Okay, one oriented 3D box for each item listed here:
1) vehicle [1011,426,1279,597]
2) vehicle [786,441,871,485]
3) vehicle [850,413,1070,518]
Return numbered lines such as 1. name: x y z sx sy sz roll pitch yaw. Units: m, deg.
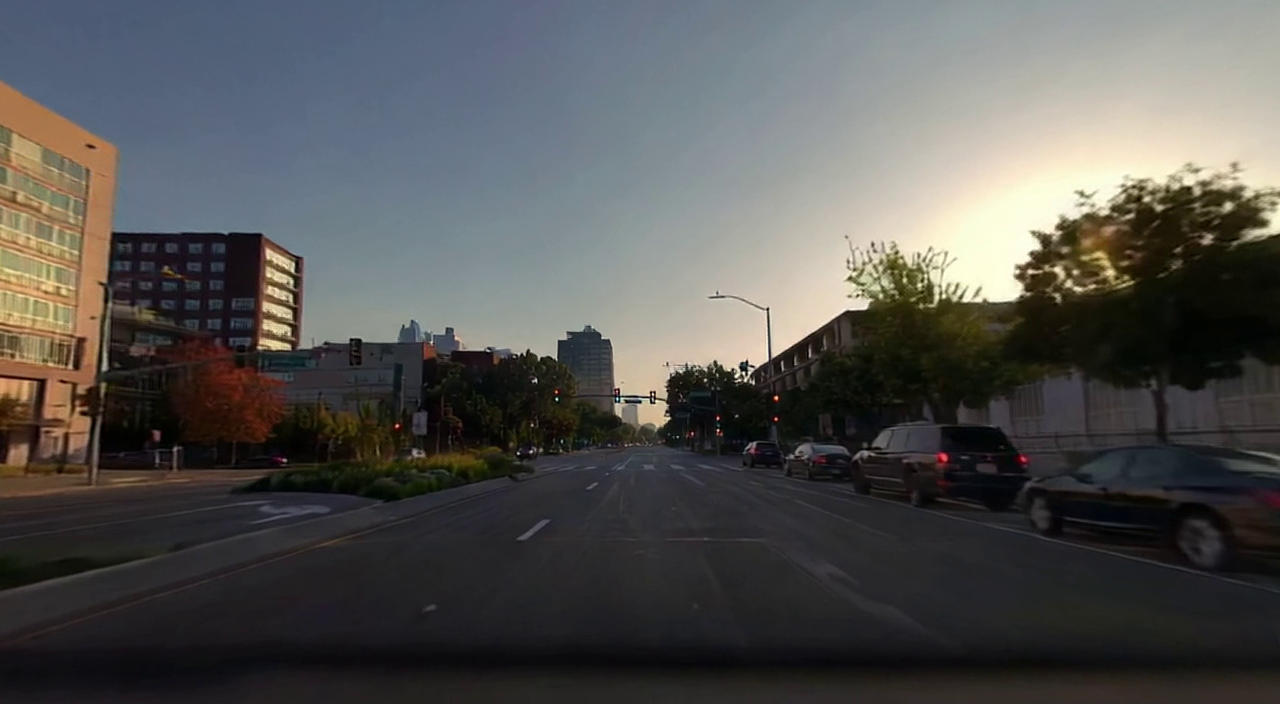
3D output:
1. vehicle: 6.680 1.704 7.432 1.863 1.512 4.525 0 -9 1
2. vehicle: 6.945 4.127 23.651 1.880 1.483 4.510 0 -9 1
3. vehicle: 6.607 2.421 13.839 2.169 1.876 4.931 0 -9 -1
